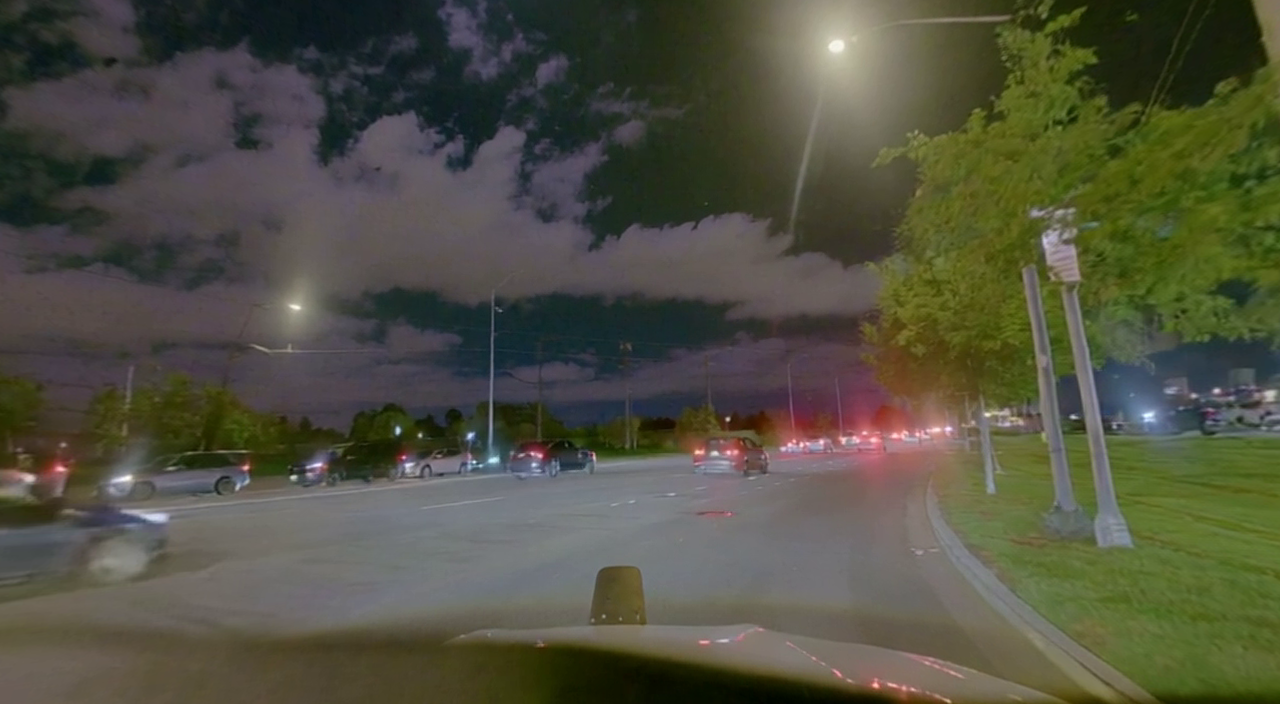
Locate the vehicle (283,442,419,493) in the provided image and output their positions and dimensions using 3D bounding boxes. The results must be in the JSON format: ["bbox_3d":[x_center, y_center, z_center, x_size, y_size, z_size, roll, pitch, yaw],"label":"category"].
[{"bbox_3d":[-12.488,4.932,27.634,2.134,1.924,4.911,-5,-9,34],"label":"vehicle"}]

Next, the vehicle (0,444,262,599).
[{"bbox_3d":[-6.954,1.669,6.503,2.056,1.442,4.725,-6,-11,36],"label":"vehicle"}]

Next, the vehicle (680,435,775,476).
[{"bbox_3d":[3.618,4.175,25.442,1.984,1.482,4.482,-6,-11,34],"label":"vehicle"}]

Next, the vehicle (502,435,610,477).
[{"bbox_3d":[-3.858,4.897,29.792,2.506,1.718,4.822,-9,-12,31],"label":"vehicle"}]

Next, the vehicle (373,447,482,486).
[{"bbox_3d":[-11.610,6.236,34.905,2.261,1.733,5.381,-5,-8,33],"label":"vehicle"}]
